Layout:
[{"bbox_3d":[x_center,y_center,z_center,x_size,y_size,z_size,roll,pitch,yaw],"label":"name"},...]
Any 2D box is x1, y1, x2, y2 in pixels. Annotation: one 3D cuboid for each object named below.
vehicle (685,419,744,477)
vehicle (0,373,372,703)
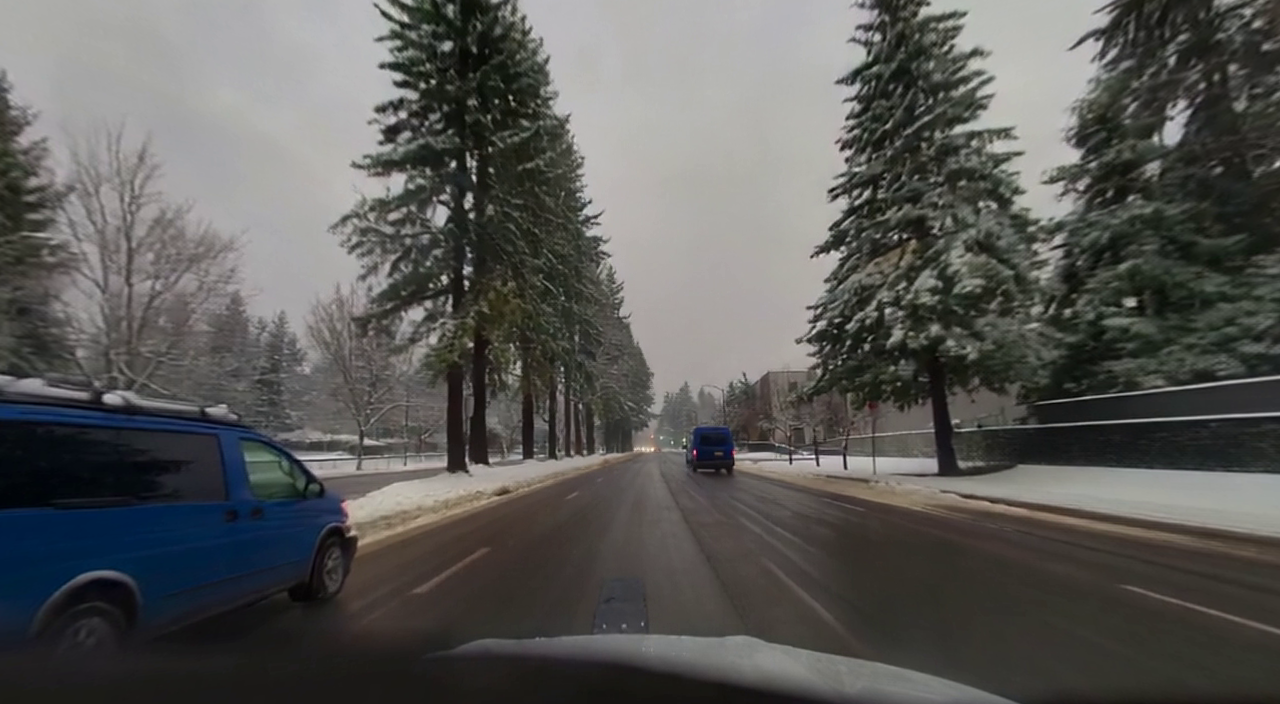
[{"bbox_3d":[3.647,4.907,32.174,2.349,2.671,5.744,0,-9,0],"label":"vehicle"},{"bbox_3d":[-3.591,1.032,3.469,2.129,1.602,4.532,0,-9,1],"label":"vehicle"}]
